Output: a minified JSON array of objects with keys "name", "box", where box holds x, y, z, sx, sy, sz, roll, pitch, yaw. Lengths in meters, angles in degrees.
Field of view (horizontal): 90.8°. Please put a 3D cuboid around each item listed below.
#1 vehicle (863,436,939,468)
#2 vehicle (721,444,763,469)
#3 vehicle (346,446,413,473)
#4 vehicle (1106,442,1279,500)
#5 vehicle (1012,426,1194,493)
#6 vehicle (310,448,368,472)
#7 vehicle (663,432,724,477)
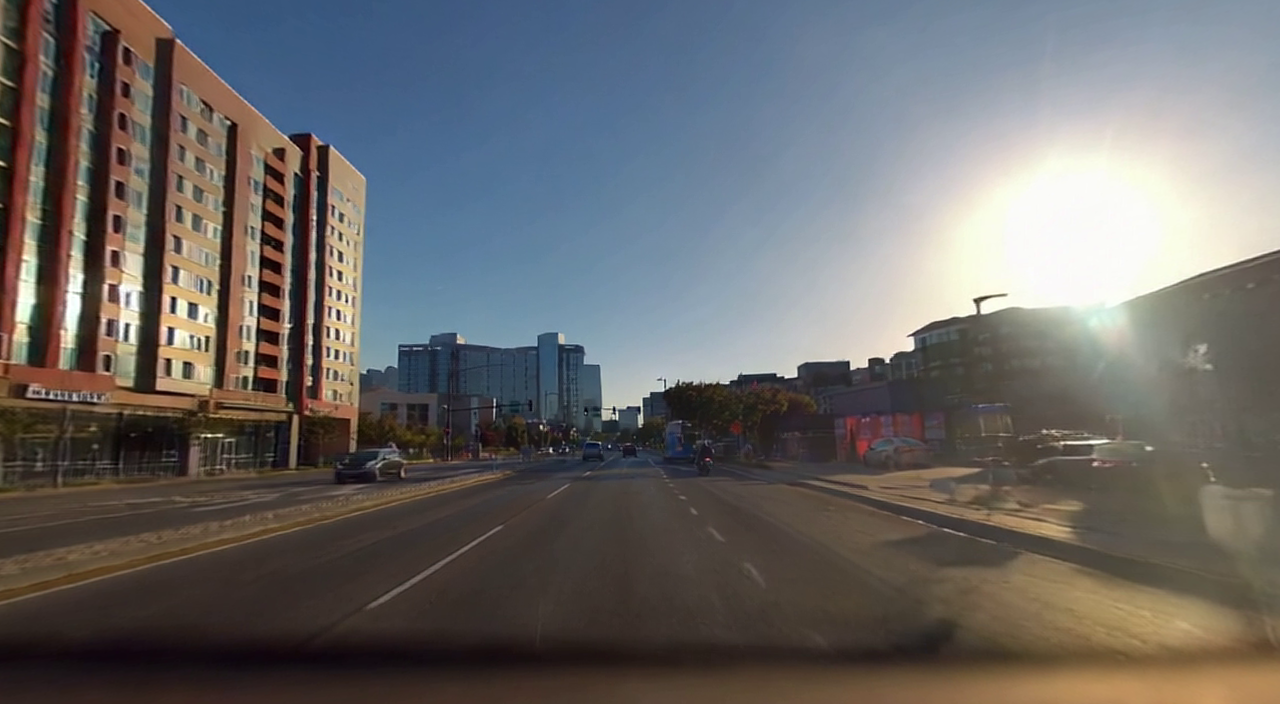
[{"name":"vehicle","box":[14.418,5.549,35.194,1.975,1.648,4.451,1,-8,-5]},{"name":"vehicle","box":[6.289,6.508,39.483,1.795,1.459,4.333,0,-9,-2]},{"name":"vehicle","box":[-15.415,6.365,37.647,2.019,1.471,4.513,0,-9,0]},{"name":"vehicle","box":[17.125,3.583,19.586,1.933,1.463,4.205,-2,-8,-3]},{"name":"vehicle","box":[14.218,3.365,19.916,2.019,1.819,4.909,0,-9,1]},{"name":"vehicle","box":[-20.645,7.400,43.534,1.843,1.551,4.221,0,-9,1]},{"name":"vehicle","box":[2.238,4.472,27.834,2.130,1.787,5.126,0,-9,-1]}]
